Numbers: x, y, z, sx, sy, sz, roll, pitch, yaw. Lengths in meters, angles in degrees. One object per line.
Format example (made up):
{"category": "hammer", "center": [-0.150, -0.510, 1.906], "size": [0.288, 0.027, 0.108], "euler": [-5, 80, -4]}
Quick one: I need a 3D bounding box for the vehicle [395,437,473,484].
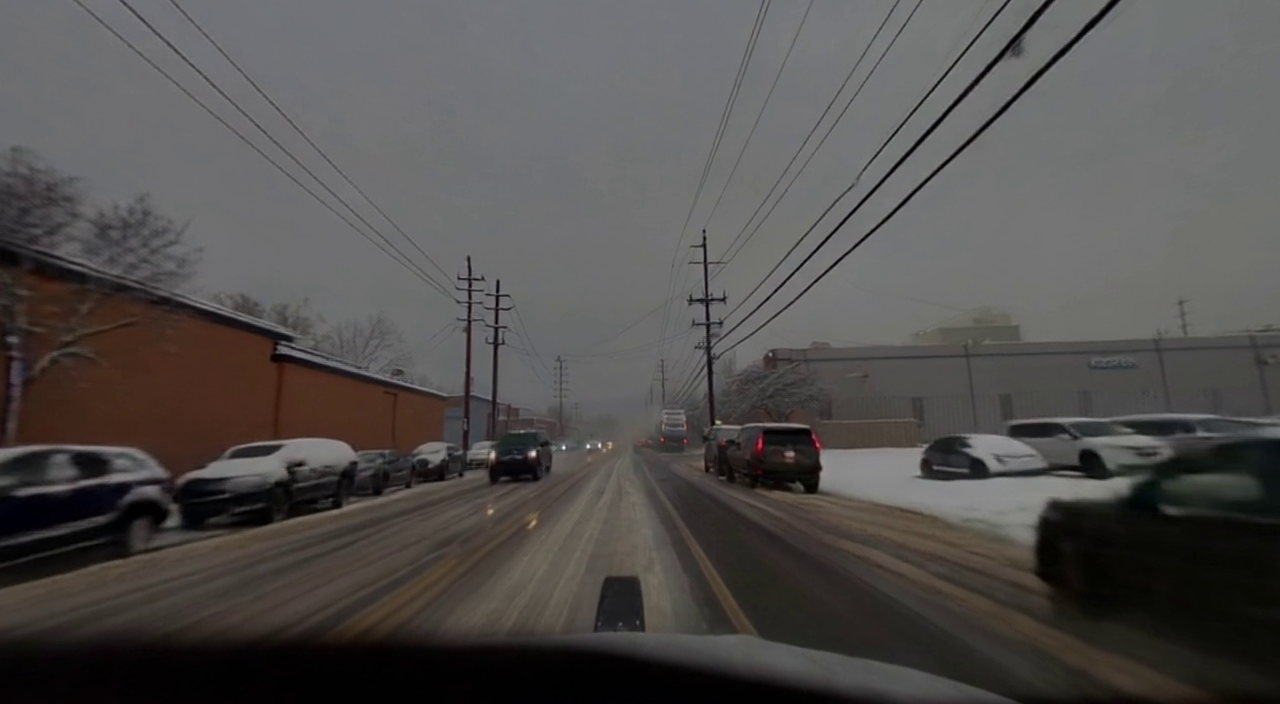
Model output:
{"category": "vehicle", "center": [-8.257, 4.325, 25.747], "size": [1.903, 1.710, 4.322], "euler": [0, -8, -3]}

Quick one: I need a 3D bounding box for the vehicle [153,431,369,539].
{"category": "vehicle", "center": [-7.769, 2.670, 13.611], "size": [1.933, 1.754, 4.514], "euler": [-3, -7, 0]}

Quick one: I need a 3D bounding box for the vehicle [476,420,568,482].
{"category": "vehicle", "center": [-4.183, 3.615, 23.528], "size": [2.275, 1.999, 5.723], "euler": [0, -8, 0]}

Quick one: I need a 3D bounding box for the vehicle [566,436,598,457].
{"category": "vehicle", "center": [-4.271, 7.037, 47.200], "size": [1.966, 1.482, 4.473], "euler": [0, -8, 0]}

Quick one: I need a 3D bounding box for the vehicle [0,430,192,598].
{"category": "vehicle", "center": [-7.932, 1.820, 7.395], "size": [2.194, 1.775, 4.482], "euler": [0, -8, -2]}

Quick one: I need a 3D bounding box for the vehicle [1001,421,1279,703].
{"category": "vehicle", "center": [4.132, 1.077, 3.194], "size": [1.919, 1.453, 4.425], "euler": [0, -8, -1]}

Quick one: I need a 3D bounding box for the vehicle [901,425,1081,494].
{"category": "vehicle", "center": [8.428, 2.620, 15.709], "size": [1.798, 1.370, 4.191], "euler": [-2, -8, -4]}

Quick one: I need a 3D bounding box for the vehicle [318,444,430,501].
{"category": "vehicle", "center": [-7.965, 3.591, 19.370], "size": [1.759, 1.461, 4.308], "euler": [0, -8, -3]}

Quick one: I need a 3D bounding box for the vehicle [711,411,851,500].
{"category": "vehicle", "center": [3.494, 2.710, 17.129], "size": [2.218, 1.956, 5.916], "euler": [0, -8, -2]}
